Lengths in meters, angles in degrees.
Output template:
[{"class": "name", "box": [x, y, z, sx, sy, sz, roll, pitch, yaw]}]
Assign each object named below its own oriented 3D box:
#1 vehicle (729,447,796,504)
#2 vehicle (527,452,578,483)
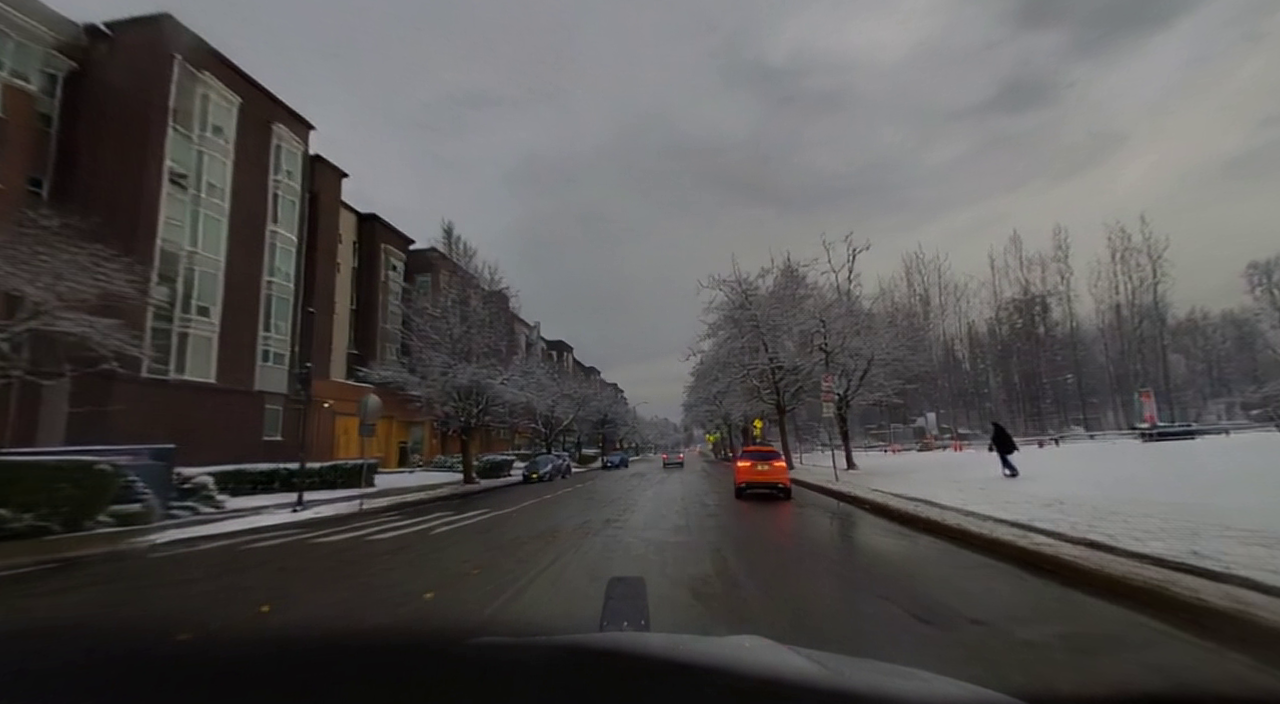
[{"class": "vehicle", "box": [3.444, 3.532, 18.094, 1.559, 1.351, 2.452, -7, -11, 6]}, {"class": "vehicle", "box": [-6.154, 8.162, 44.784, 2.347, 1.846, 4.915, -7, -9, 5]}]
